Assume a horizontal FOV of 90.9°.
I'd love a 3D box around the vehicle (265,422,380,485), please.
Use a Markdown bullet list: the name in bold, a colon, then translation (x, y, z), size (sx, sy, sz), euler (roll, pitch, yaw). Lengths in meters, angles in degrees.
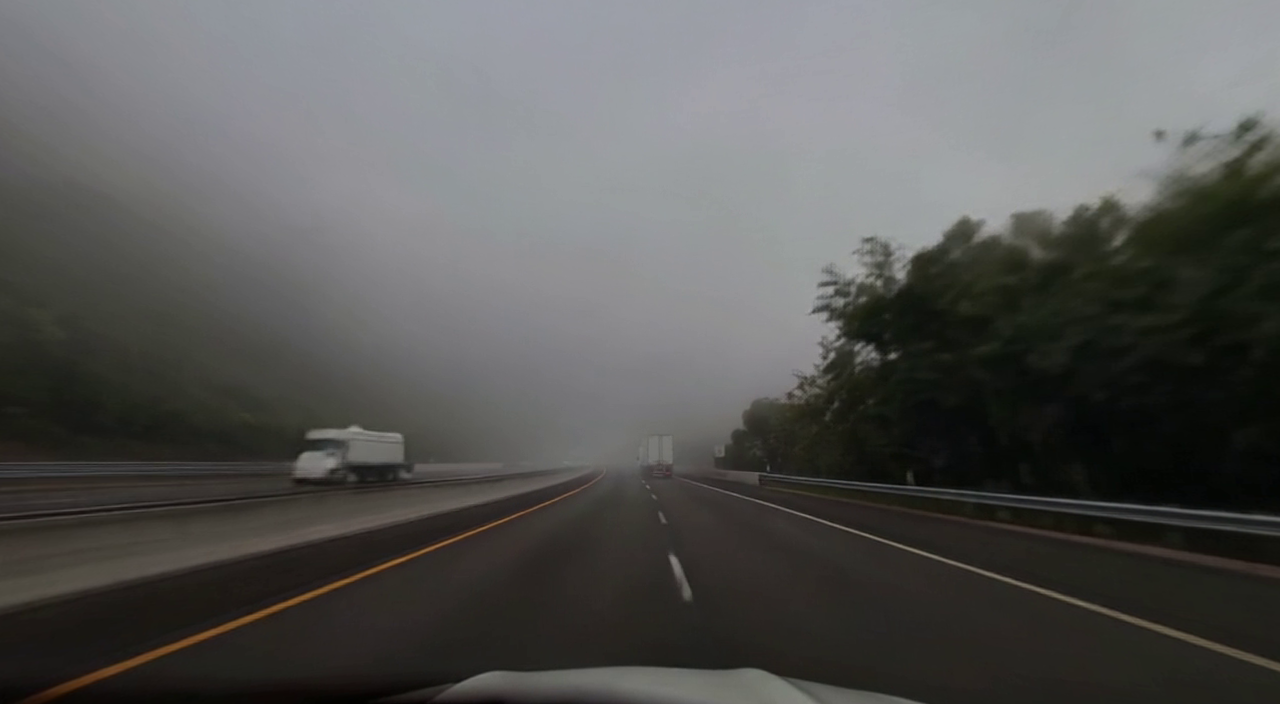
- **vehicle**: translation (-14.927, 4.910, 30.184), size (2.238, 2.652, 6.100), euler (1, -10, 0)
